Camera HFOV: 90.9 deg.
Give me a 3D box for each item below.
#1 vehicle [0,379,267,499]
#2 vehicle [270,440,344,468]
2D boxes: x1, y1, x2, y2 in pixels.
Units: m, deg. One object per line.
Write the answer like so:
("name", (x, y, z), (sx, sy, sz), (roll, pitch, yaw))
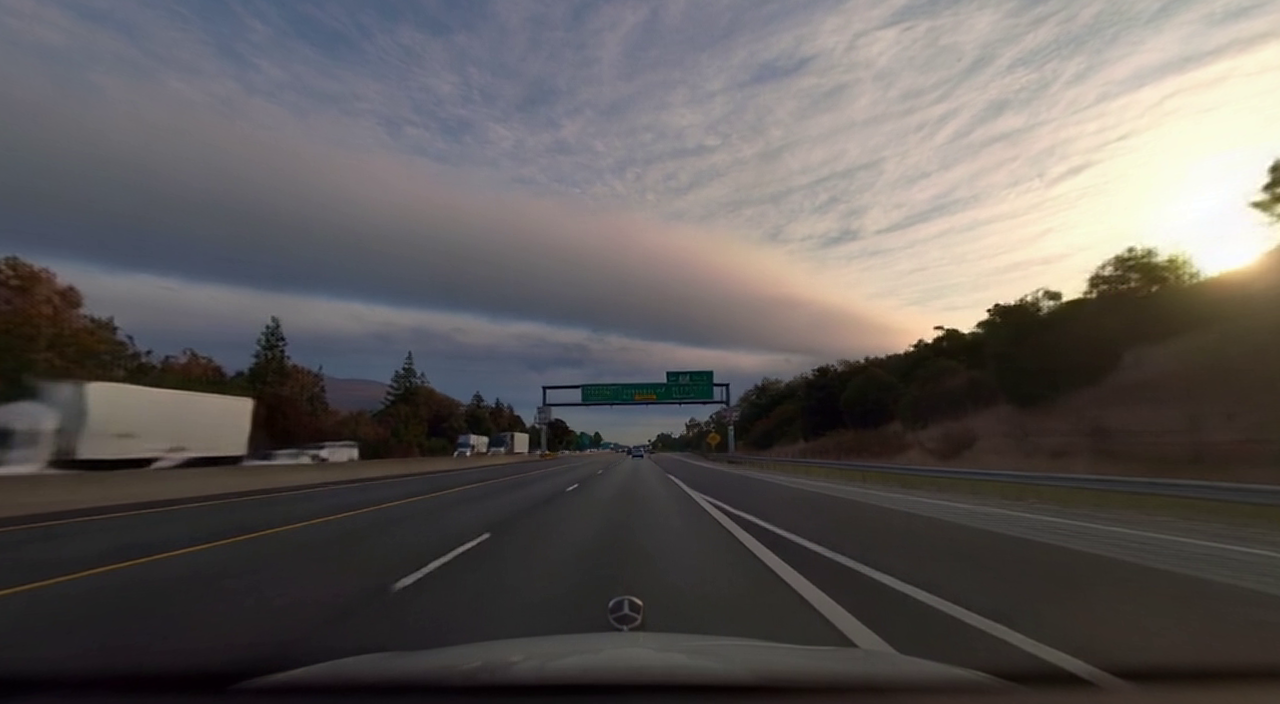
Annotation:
("vehicle", (-19.333, 3.481, 24.781), (3.133, 3.697, 10.453), (0, -9, -2))
("vehicle", (-19.580, 6.028, 37.247), (2.089, 1.538, 4.364), (0, -9, -2))
